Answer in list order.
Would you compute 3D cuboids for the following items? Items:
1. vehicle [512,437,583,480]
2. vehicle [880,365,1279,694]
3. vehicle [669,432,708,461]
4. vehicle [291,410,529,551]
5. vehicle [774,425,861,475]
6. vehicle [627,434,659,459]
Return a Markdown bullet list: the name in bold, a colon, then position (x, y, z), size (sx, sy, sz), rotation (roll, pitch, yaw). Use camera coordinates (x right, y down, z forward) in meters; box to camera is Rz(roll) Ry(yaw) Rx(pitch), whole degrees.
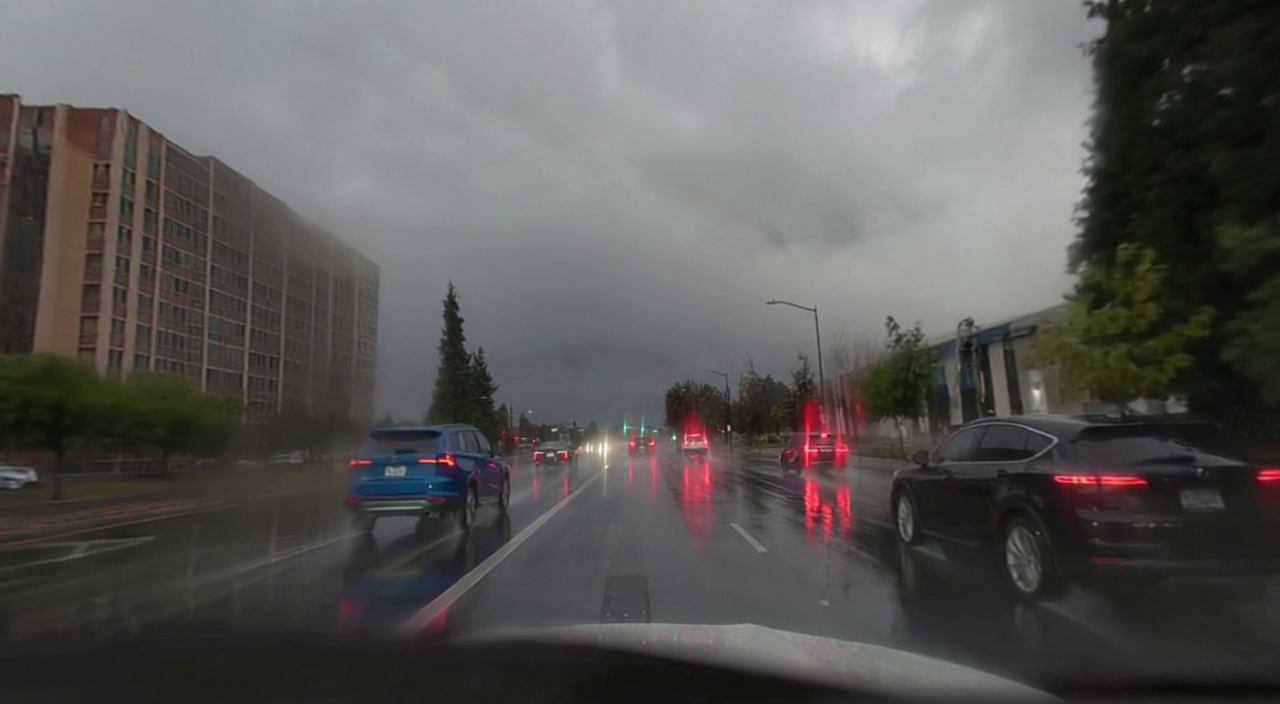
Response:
- **vehicle**: position (-3.459, 4.072, 24.377), size (2.036, 1.465, 4.301), rotation (0, -9, 1)
- **vehicle**: position (3.911, 1.219, 5.484), size (2.088, 1.666, 4.512), rotation (-1, -9, 4)
- **vehicle**: position (3.215, 6.452, 43.043), size (2.178, 1.804, 4.766), rotation (0, -9, -1)
- **vehicle**: position (-3.234, 1.914, 10.051), size (2.141, 1.719, 4.379), rotation (0, -9, 0)
- **vehicle**: position (6.915, 3.873, 25.062), size (2.076, 1.793, 4.464), rotation (0, -9, -1)
- **vehicle**: position (0.205, 7.283, 48.411), size (2.304, 1.795, 4.526), rotation (0, -8, 0)
